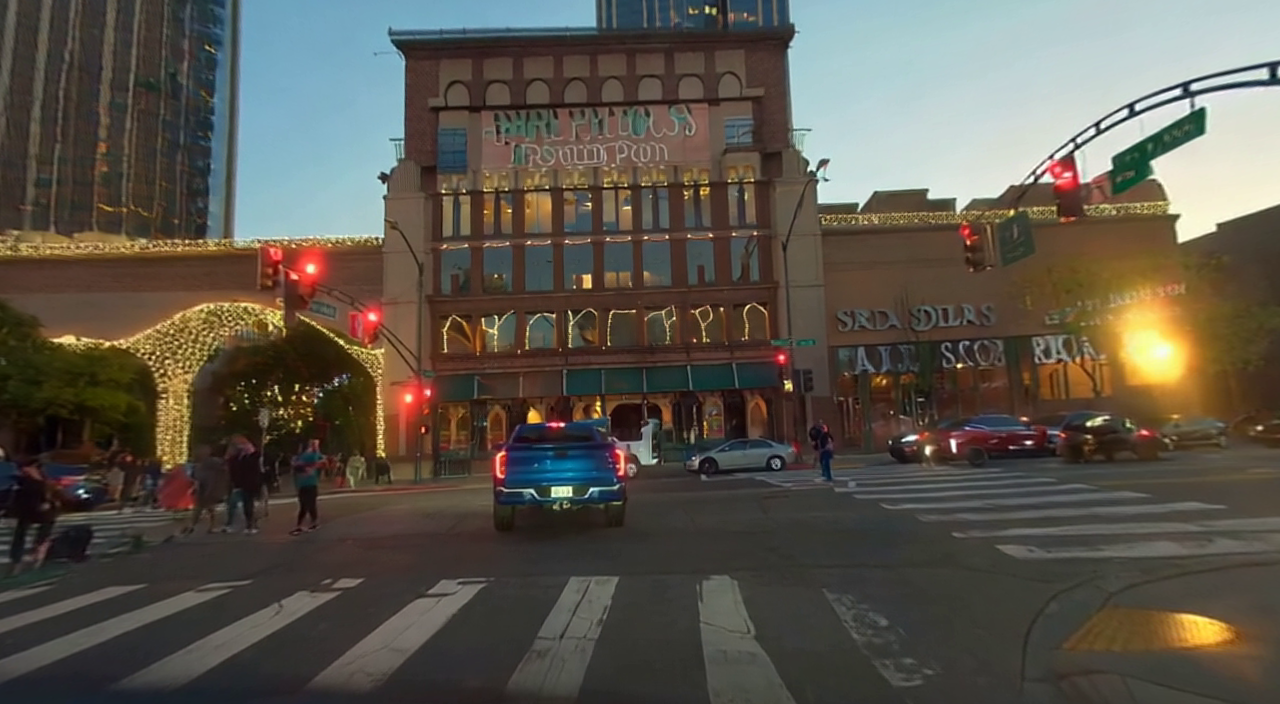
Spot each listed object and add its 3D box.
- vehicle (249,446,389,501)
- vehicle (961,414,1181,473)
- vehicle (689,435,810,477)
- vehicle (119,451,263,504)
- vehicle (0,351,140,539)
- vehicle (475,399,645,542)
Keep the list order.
[{"bbox_3d":[-13.326,5.036,26.379,4.799,1.909,2.011,-3,-7,2],"label":"vehicle"},{"bbox_3d":[11.558,2.485,17.155,4.600,1.506,1.878,0,-8,-1],"label":"vehicle"},{"bbox_3d":[4.223,4.094,24.932,4.515,1.583,1.920,-1,-8,3],"label":"vehicle"},{"bbox_3d":[-18.689,5.216,26.411,4.398,2.057,1.959,0,-8,-1],"label":"vehicle"},{"bbox_3d":[-22.287,2.548,17.467,13.729,4.662,3.300,0,-8,0],"label":"vehicle"},{"bbox_3d":[-1.821,2.125,12.029,2.477,2.020,5.534,2,-9,-15],"label":"vehicle"}]
